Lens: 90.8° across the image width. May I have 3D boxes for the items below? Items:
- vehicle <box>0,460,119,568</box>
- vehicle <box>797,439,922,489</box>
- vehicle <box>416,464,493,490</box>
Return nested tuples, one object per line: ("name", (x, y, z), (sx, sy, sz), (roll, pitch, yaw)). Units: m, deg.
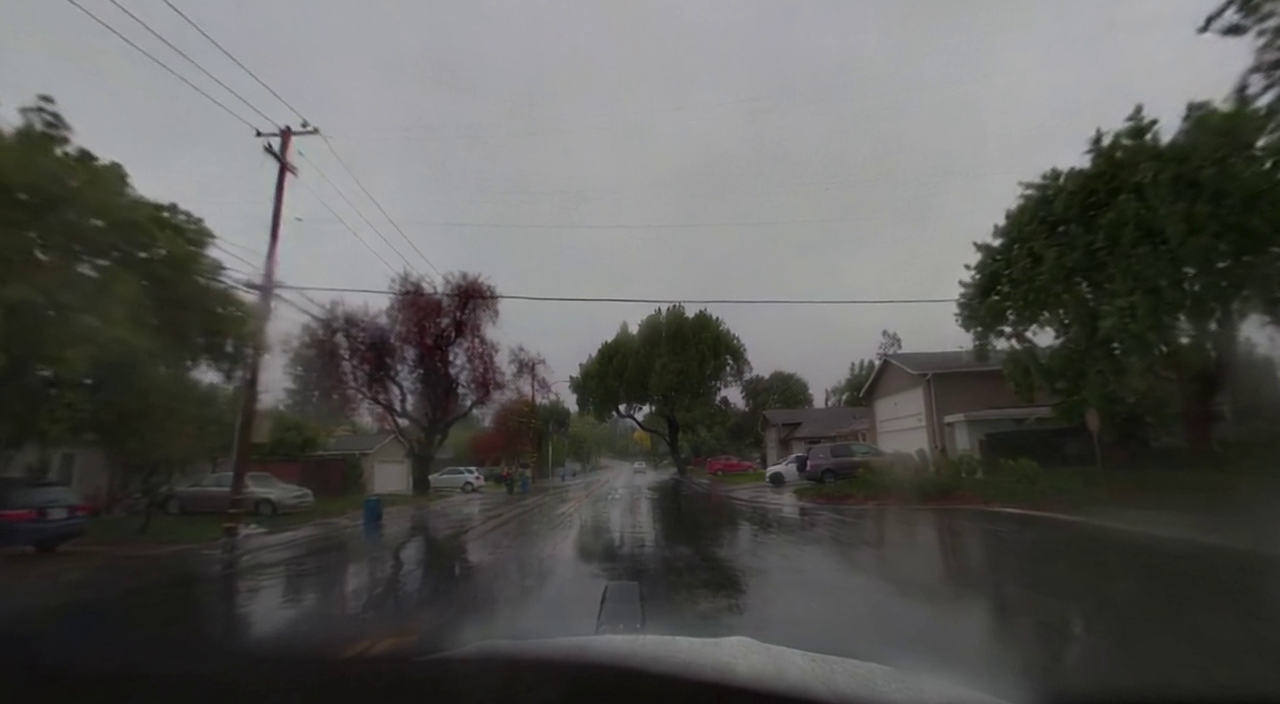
("vehicle", (-12.915, 2.997, 11.984), (4.245, 1.821, 1.918), (0, -9, -2))
("vehicle", (9.268, 4.753, 26.977), (4.557, 2.012, 1.917), (0, -9, -3))
("vehicle", (-11.924, 8.076, 40.826), (4.243, 1.598, 2.003), (-1, -10, 3))
